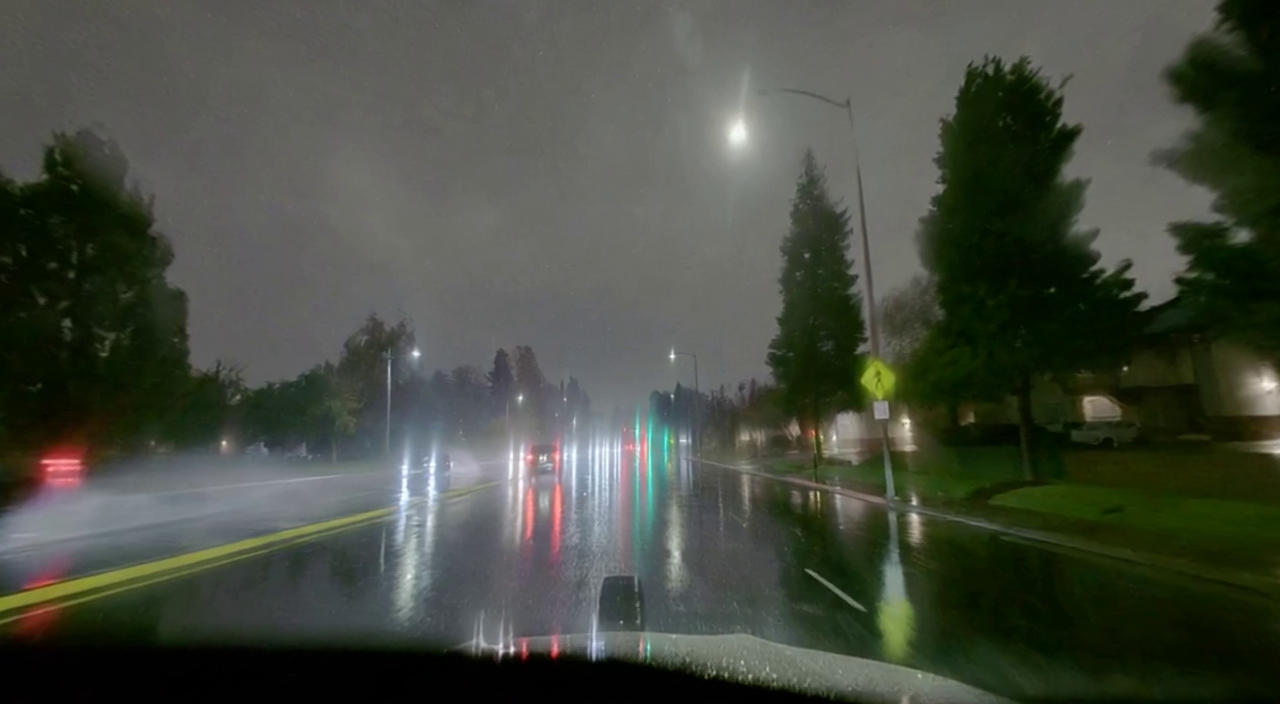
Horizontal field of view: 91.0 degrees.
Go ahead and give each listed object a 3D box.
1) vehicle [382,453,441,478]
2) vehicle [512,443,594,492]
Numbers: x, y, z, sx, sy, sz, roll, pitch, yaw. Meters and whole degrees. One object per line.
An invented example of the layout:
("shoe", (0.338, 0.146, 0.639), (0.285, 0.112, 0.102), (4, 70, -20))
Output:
("vehicle", (-14.920, 7.407, 41.425), (1.948, 1.492, 4.536), (-1, -9, 3))
("vehicle", (-2.886, 3.980, 22.004), (2.106, 1.517, 4.375), (-1, -9, 2))
